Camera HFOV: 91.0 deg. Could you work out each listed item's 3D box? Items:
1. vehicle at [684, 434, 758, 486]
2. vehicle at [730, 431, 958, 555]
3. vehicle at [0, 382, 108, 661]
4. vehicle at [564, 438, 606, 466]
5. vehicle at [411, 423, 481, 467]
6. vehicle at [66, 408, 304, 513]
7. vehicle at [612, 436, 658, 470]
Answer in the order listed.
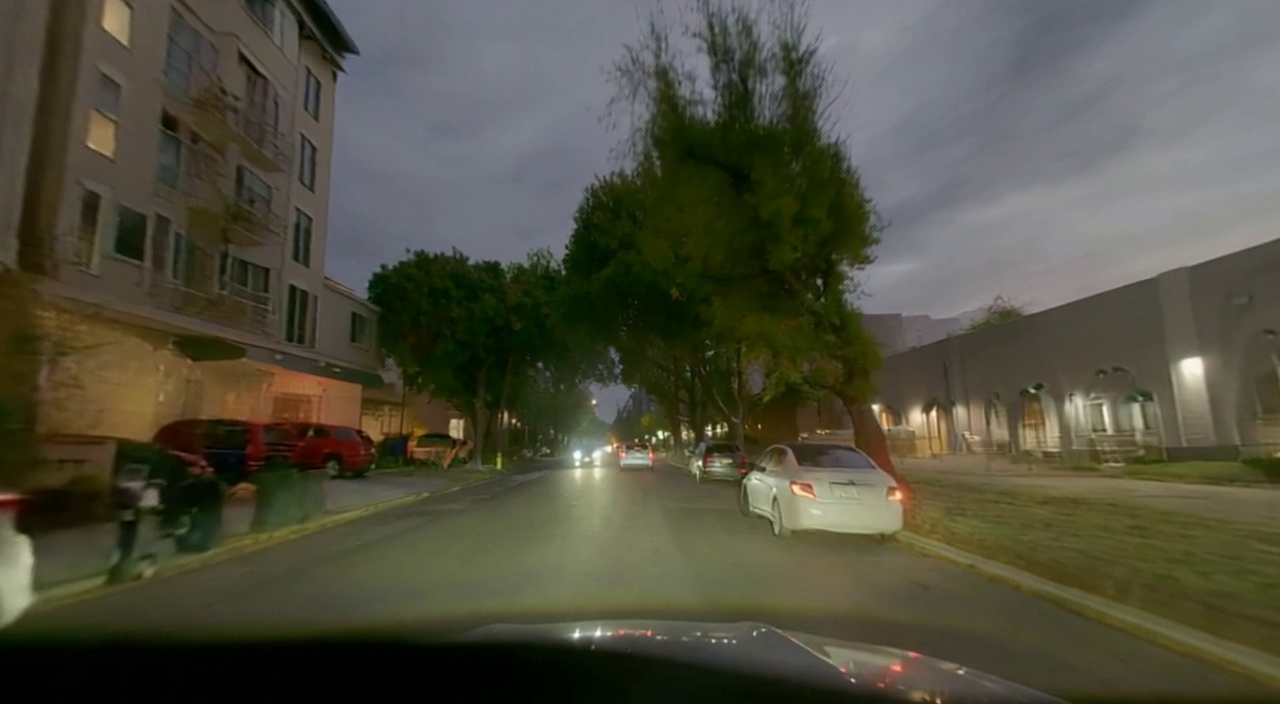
[{"bbox_3d":[2.602,3.589,21.204,1.861,1.558,3.823,1,-8,-2],"label":"vehicle"},{"bbox_3d":[2.836,2.057,9.959,2.086,1.498,4.280,1,-8,-1],"label":"vehicle"},{"bbox_3d":[-4.540,0.863,2.374,1.911,1.573,3.637,2,-4,-1],"label":"vehicle"},{"bbox_3d":[-3.002,5.602,35.452,1.955,1.463,4.323,0,-8,0],"label":"vehicle"},{"bbox_3d":[-8.902,4.255,29.320,2.010,1.747,4.266,0,-5,-1],"label":"vehicle"},{"bbox_3d":[-8.701,2.001,12.573,1.845,1.687,4.009,0,-4,-2],"label":"vehicle"},{"bbox_3d":[-0.268,4.841,30.327,2.095,1.510,3.605,0,-8,-1],"label":"vehicle"}]
